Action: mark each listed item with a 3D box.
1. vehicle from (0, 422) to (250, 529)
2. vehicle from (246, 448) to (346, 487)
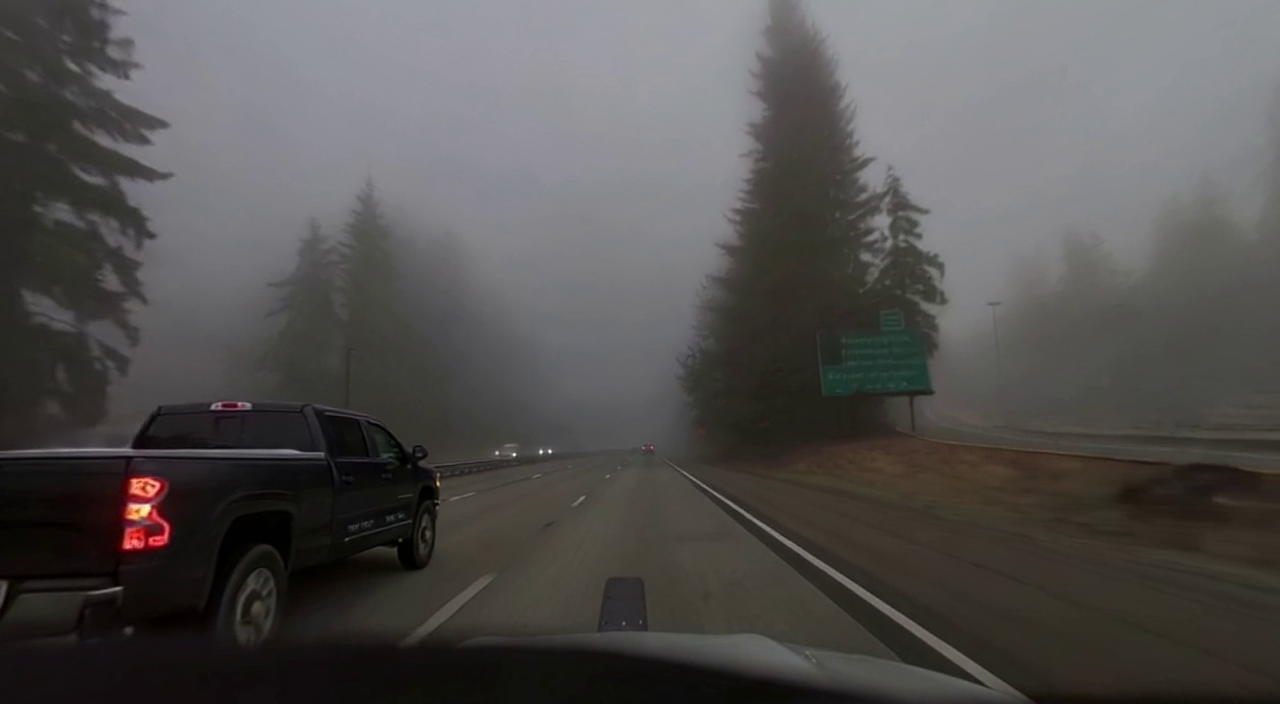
[{"bbox_3d":[-11.801,2.647,14.293,2.263,1.924,5.585,0,-8,1],"label":"vehicle"},{"bbox_3d":[-15.151,5.075,28.063,1.848,1.546,4.464,0,-8,1],"label":"vehicle"}]
